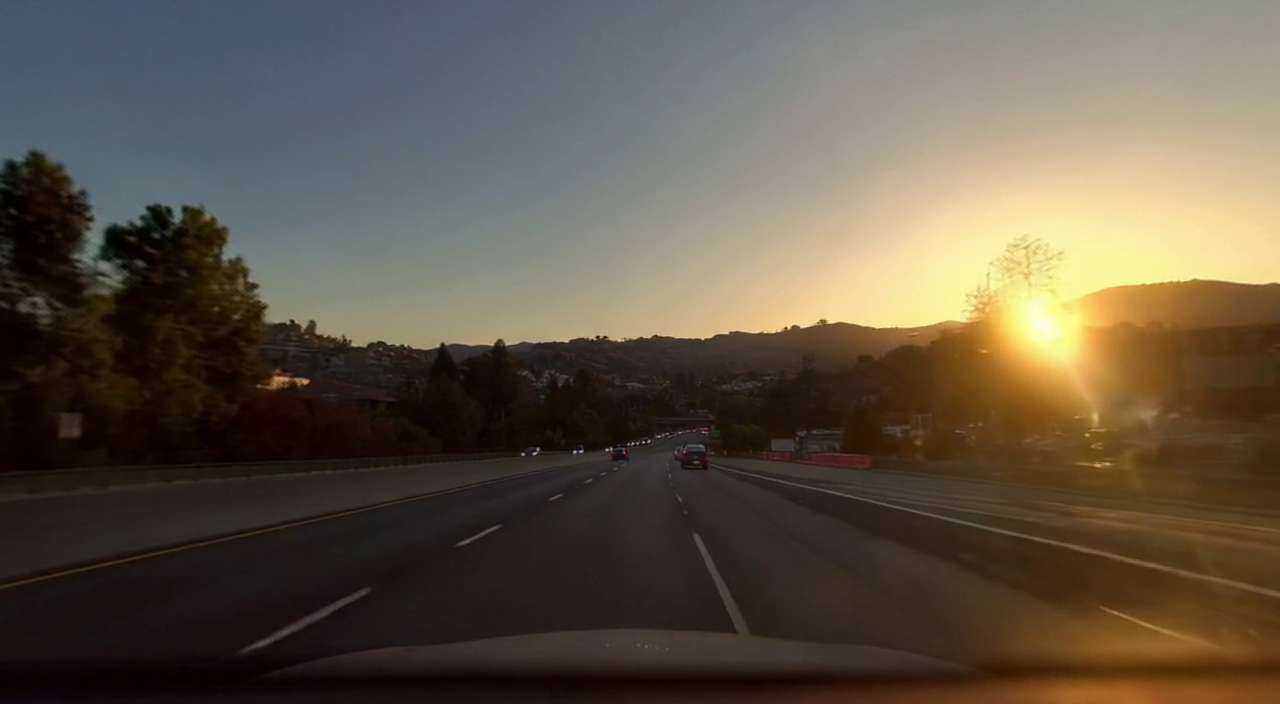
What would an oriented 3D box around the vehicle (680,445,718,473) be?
[{"bbox_3d":[3.562,6.551,38.791,1.974,1.557,4.479,0,-9,0],"label":"vehicle"}]
